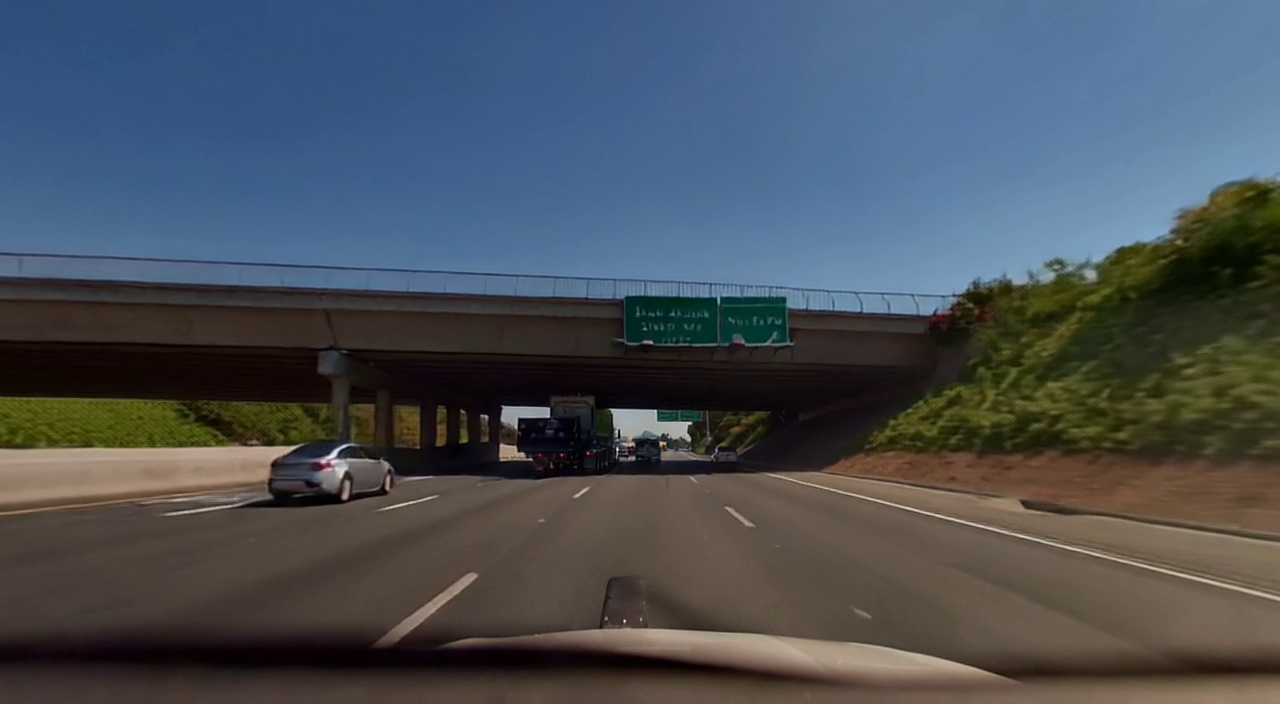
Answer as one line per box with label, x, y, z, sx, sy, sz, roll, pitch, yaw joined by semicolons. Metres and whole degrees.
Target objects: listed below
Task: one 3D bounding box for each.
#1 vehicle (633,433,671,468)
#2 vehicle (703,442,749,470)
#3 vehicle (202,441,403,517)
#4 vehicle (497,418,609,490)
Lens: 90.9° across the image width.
vehicle;0.764;6.306;40.566;2.309;2.023;5.130;0;-8;1
vehicle;4.794;5.858;35.645;1.993;1.474;4.230;0;-8;0
vehicle;-7.328;2.767;14.389;1.965;1.437;4.592;0;-8;1
vehicle;-3.309;4.620;29.380;2.854;2.379;16.653;0;-8;0
